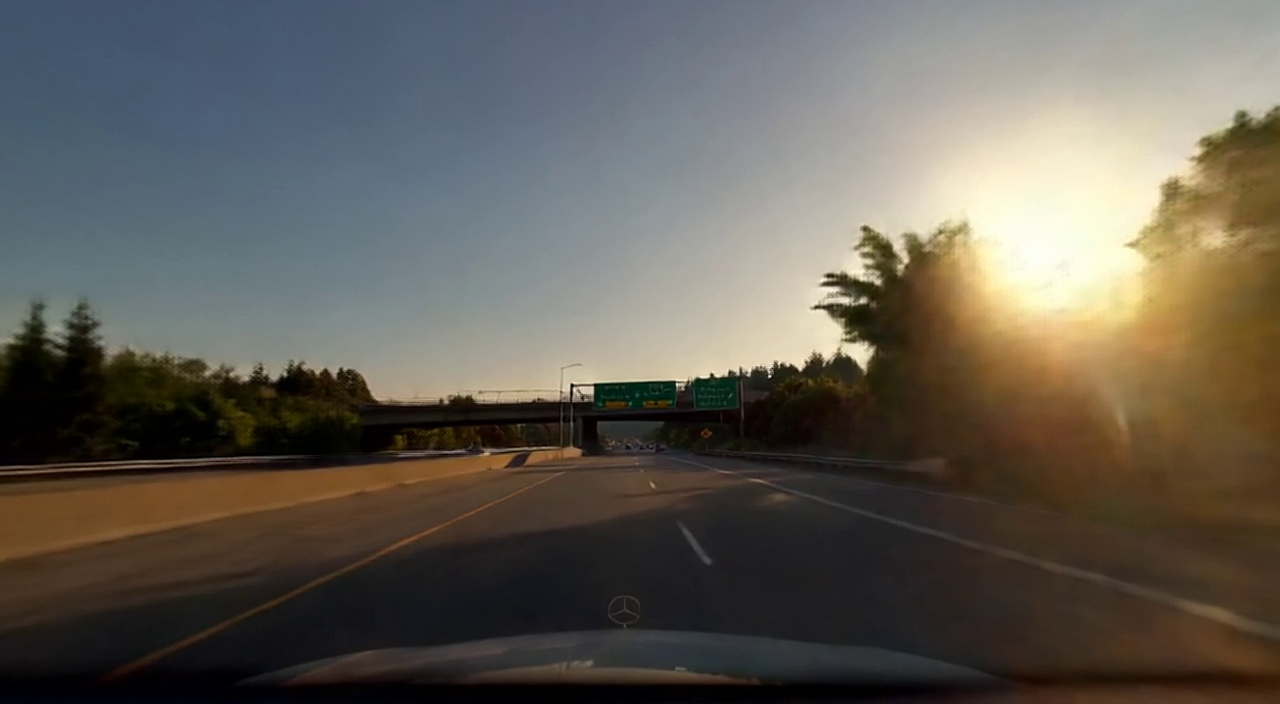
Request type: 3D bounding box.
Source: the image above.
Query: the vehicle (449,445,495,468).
[{"bbox_3d":[-11.437,7.137,43.124,1.918,1.480,4.343,0,-9,0],"label":"vehicle"}]
